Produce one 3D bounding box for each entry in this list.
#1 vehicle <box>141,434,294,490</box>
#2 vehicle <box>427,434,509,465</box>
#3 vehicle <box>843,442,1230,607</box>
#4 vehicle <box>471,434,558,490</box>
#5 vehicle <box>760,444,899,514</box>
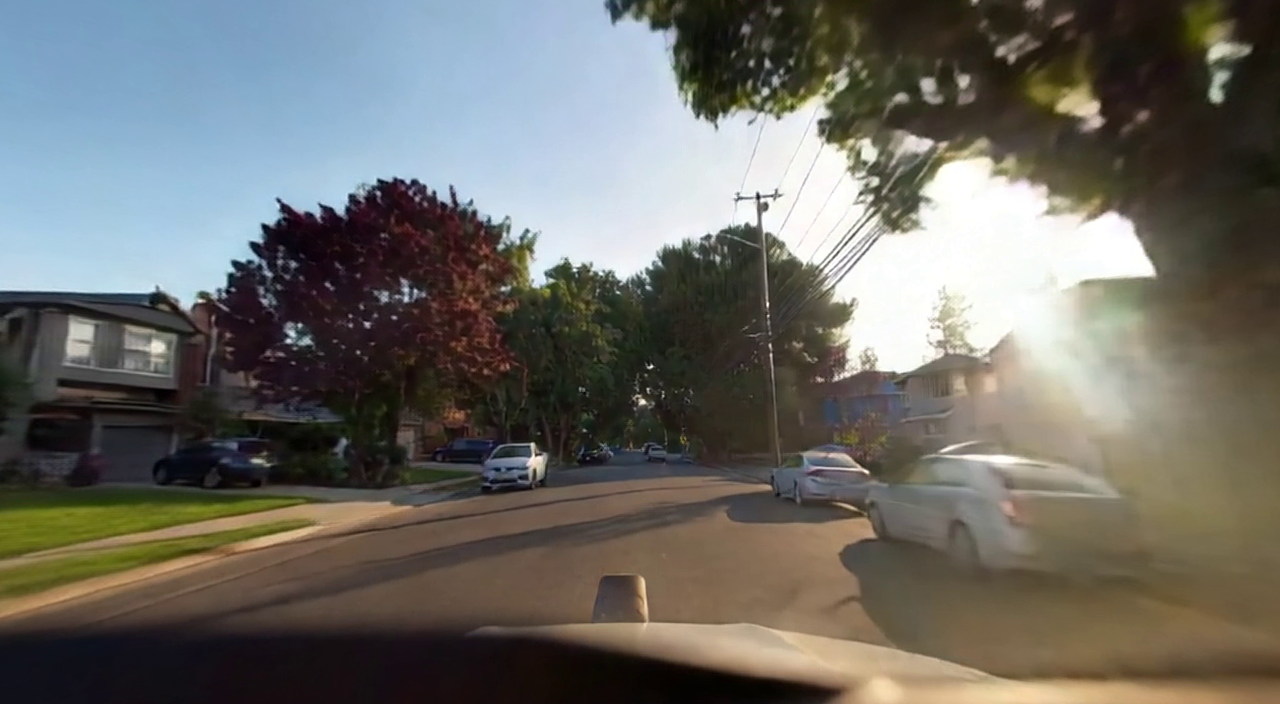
[{"bbox_3d":[-14.109,3.634,21.081,4.702,1.675,1.984,-4,-10,25],"label":"vehicle"},{"bbox_3d":[-11.802,6.741,43.639,4.962,1.866,2.075,2,-9,-2],"label":"vehicle"},{"bbox_3d":[4.331,1.905,7.987,2.031,1.471,4.328,0,-9,-1],"label":"vehicle"},{"bbox_3d":[-4.471,3.981,23.414,2.164,1.810,5.044,1,-8,0],"label":"vehicle"},{"bbox_3d":[4.541,3.107,16.066,2.094,1.490,4.739,0,-9,0],"label":"vehicle"}]
